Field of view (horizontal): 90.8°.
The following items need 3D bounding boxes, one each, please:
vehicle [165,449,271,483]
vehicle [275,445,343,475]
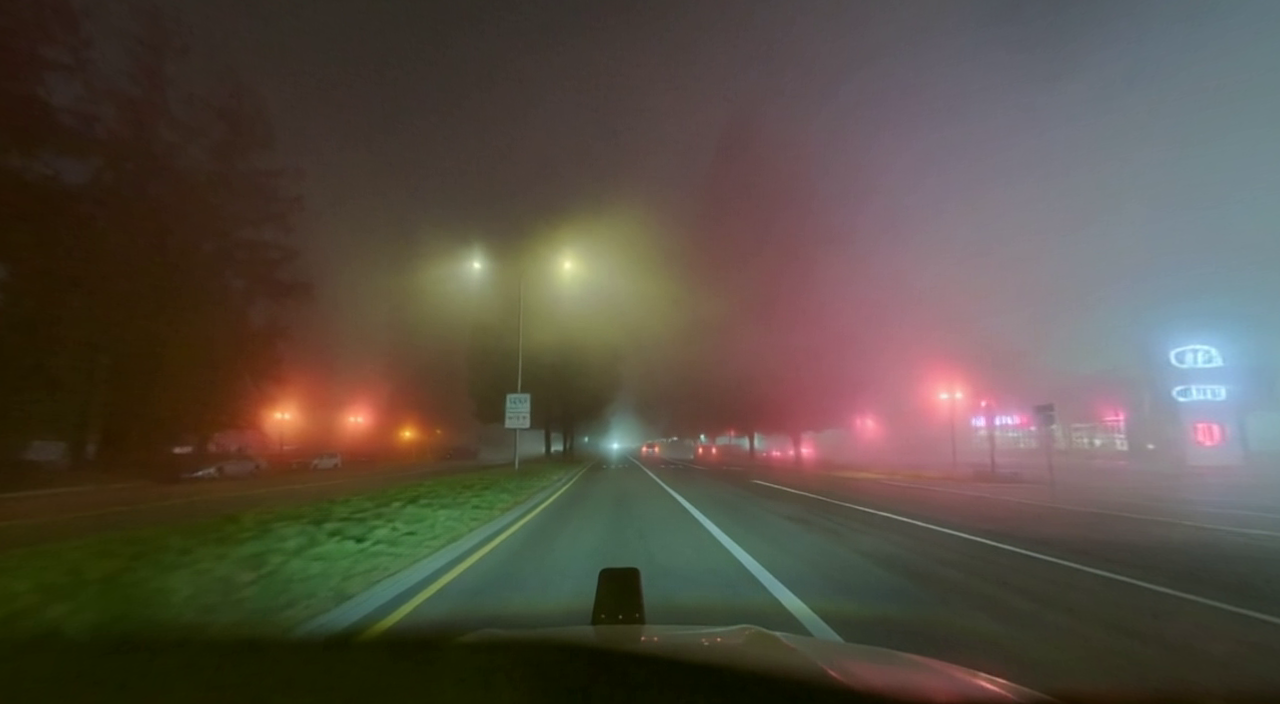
[{"bbox_3d":[-20.088,5.413,30.347,1.915,1.477,4.773,0,-8,-2],"label":"vehicle"},{"bbox_3d":[-20.501,6.672,39.348,1.957,1.643,4.460,0,-7,-2],"label":"vehicle"}]
